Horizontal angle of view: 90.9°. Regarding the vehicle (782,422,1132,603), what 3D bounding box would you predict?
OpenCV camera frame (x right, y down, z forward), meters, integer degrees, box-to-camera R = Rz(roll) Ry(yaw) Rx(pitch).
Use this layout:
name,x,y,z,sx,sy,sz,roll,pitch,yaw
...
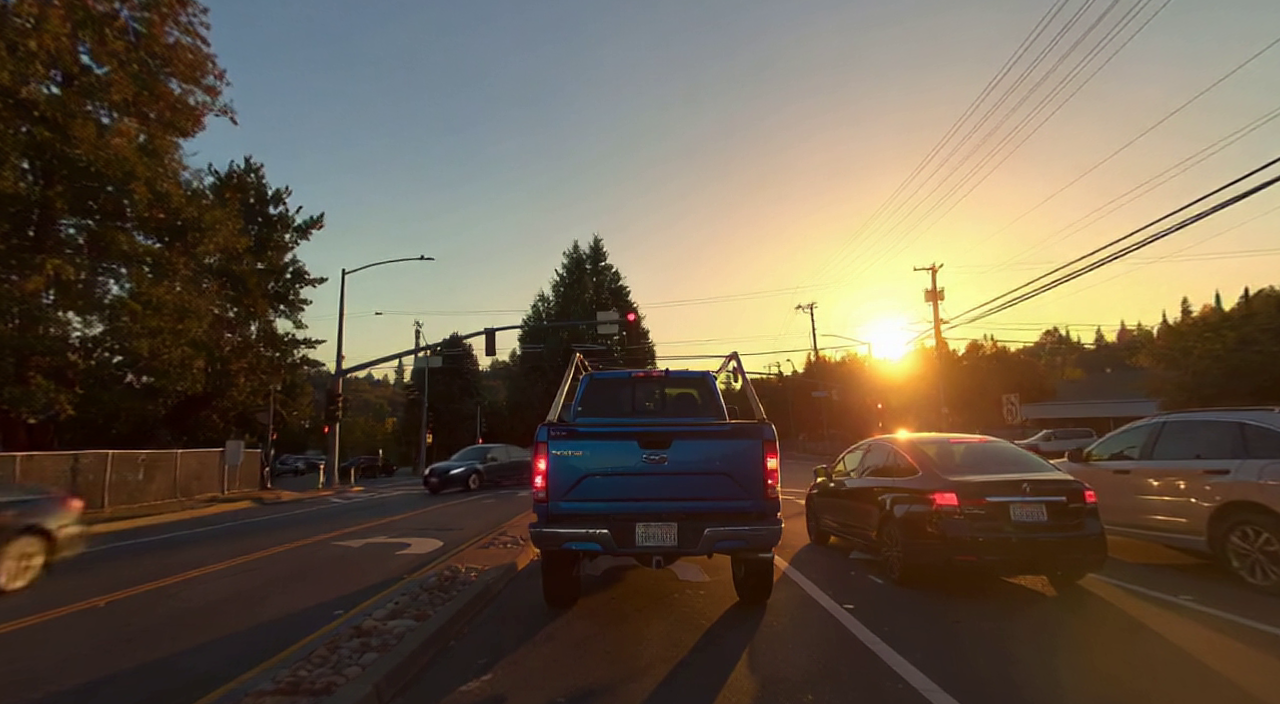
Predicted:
name,x,y,z,sx,sy,sz,roll,pitch,yaw
vehicle,3.115,1.644,7.363,1.993,1.495,4.060,0,-8,1

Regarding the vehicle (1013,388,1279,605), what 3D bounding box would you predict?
name,x,y,z,sx,sy,sz,roll,pitch,yaw
vehicle,6.153,1.372,6.474,1.982,1.727,4.352,0,-8,1

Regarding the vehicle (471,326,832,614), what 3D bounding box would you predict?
name,x,y,z,sx,sy,sz,roll,pitch,yaw
vehicle,0.128,1.370,8.148,2.831,2.284,6.149,0,-8,1

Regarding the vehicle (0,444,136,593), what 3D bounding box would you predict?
name,x,y,z,sx,sy,sz,roll,pitch,yaw
vehicle,-8.165,1.700,6.084,2.378,1.611,5.046,0,-8,1
